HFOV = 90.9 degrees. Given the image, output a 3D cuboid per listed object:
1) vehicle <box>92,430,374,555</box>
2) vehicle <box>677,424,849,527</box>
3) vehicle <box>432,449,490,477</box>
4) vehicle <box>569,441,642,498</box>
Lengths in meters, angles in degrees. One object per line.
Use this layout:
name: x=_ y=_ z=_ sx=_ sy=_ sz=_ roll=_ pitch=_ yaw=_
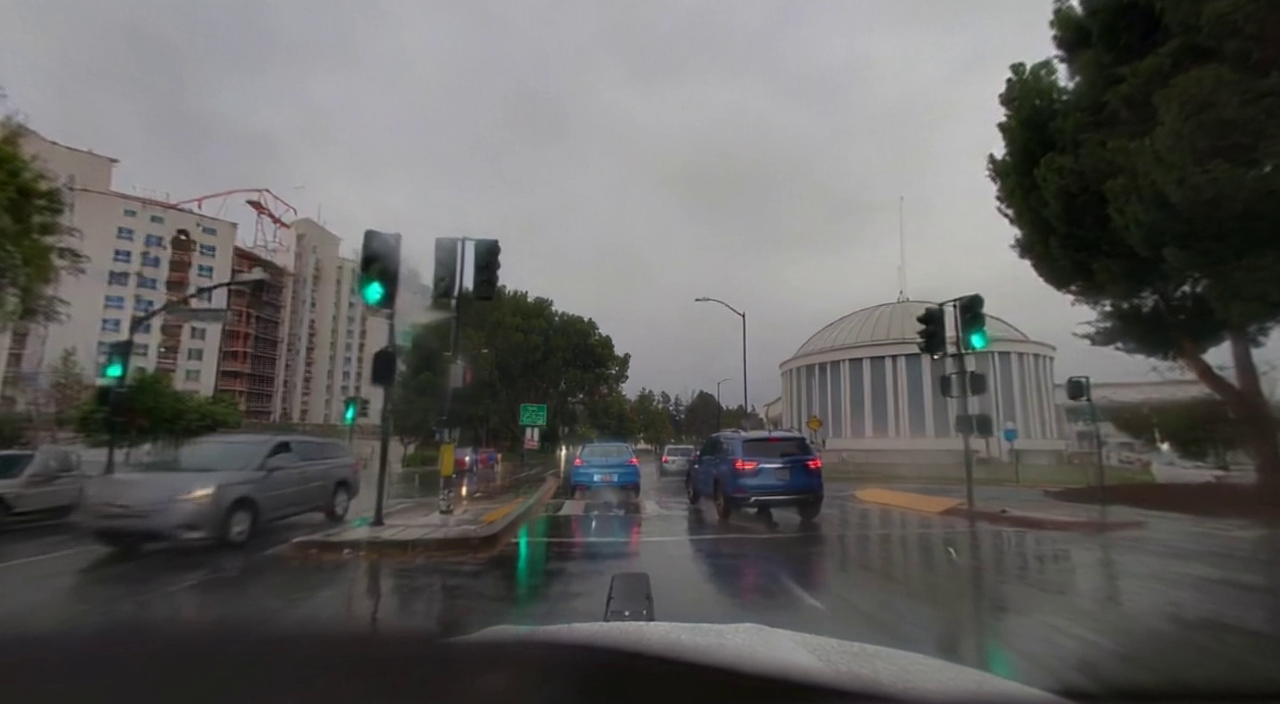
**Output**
vehicle: x=-6.338 y=2.201 z=10.568 sx=2.092 sy=1.629 sz=4.133 roll=0 pitch=-9 yaw=-3
vehicle: x=2.334 y=2.561 z=13.628 sx=2.320 sy=1.772 sz=4.872 roll=0 pitch=-9 yaw=-5
vehicle: x=-10.756 y=6.687 z=38.251 sx=2.121 sy=1.513 sz=4.827 roll=-1 pitch=-9 yaw=0
vehicle: x=-1.204 y=3.762 z=20.553 sx=2.132 sy=1.632 sz=3.889 roll=0 pitch=-9 yaw=-5
